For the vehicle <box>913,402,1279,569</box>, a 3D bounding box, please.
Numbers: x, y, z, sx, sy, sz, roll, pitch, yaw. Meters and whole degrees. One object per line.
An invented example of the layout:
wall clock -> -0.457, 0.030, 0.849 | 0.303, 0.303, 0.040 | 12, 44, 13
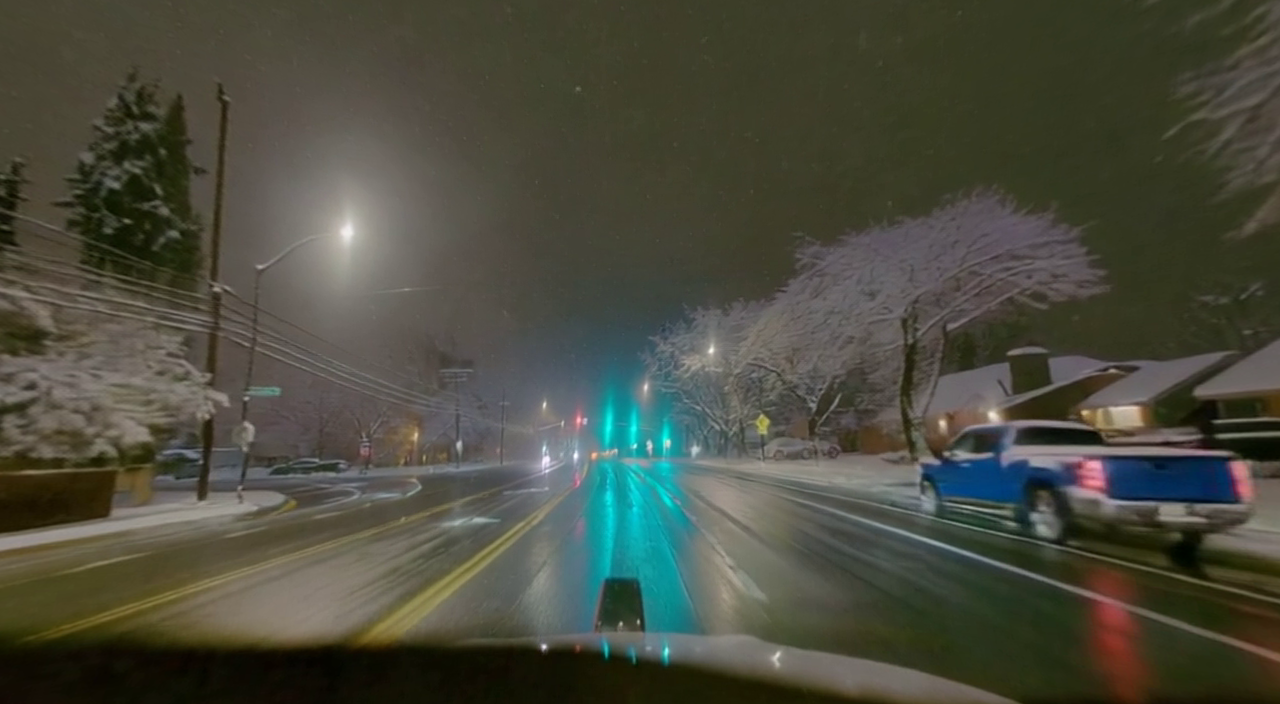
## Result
vehicle -> 6.739, 1.928, 10.003 | 2.285, 1.868, 5.575 | 0, -9, -1

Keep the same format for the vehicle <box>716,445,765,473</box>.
vehicle -> 5.701, 6.133, 36.382 | 1.969, 1.495, 4.328 | 0, -9, -2

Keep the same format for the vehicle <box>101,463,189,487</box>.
vehicle -> -32.901, 8.184, 42.061 | 4.242, 1.473, 1.820 | 0, -9, -3
